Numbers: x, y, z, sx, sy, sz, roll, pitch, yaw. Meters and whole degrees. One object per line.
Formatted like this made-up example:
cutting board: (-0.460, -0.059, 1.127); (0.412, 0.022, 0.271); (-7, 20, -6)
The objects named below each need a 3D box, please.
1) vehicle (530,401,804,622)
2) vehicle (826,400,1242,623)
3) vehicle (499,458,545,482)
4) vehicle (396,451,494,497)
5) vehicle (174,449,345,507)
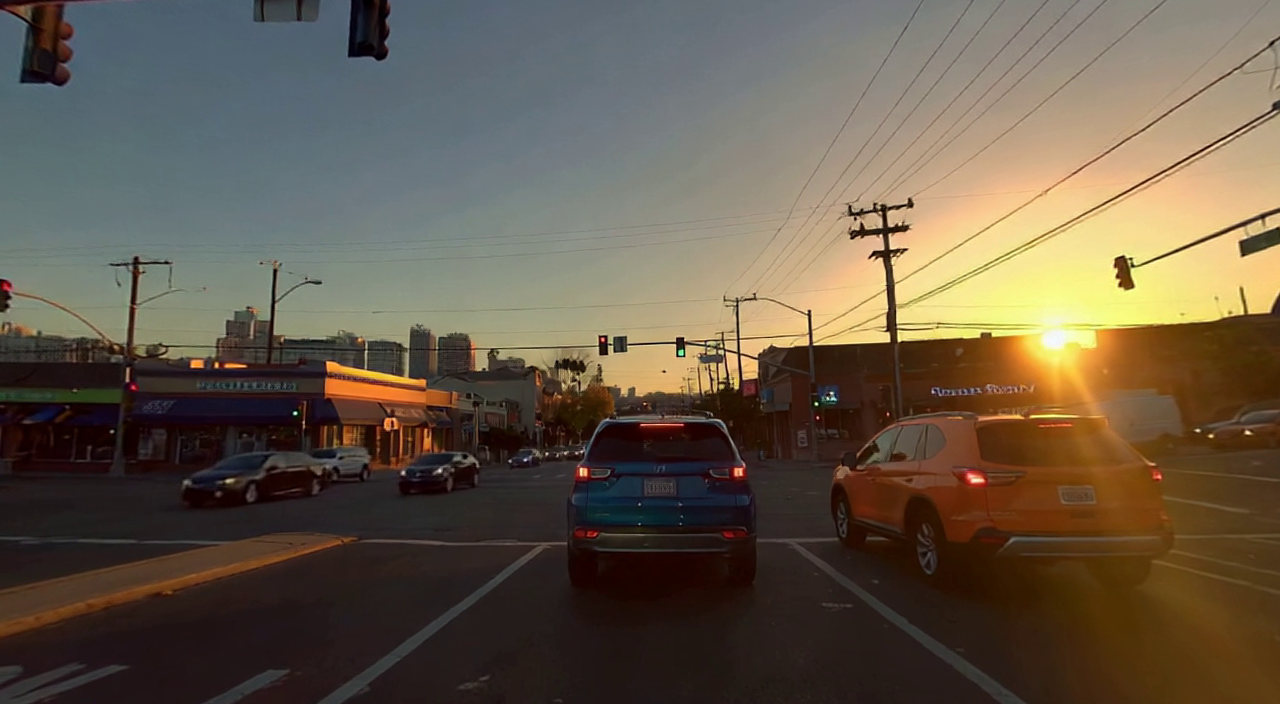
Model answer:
vehicle: (0.260, 1.506, 6.827); (2.098, 1.682, 3.778); (0, -8, 2)
vehicle: (3.607, 1.516, 6.946); (1.976, 1.664, 4.189); (-1, -8, 2)
vehicle: (-8.383, 8.438, 45.289); (1.911, 1.461, 4.691); (-1, -8, 6)
vehicle: (-6.885, 4.322, 22.766); (1.924, 1.453, 4.343); (-1, -8, 4)
vehicle: (-11.212, 3.710, 19.108); (1.958, 1.493, 4.795); (-1, -8, 4)
